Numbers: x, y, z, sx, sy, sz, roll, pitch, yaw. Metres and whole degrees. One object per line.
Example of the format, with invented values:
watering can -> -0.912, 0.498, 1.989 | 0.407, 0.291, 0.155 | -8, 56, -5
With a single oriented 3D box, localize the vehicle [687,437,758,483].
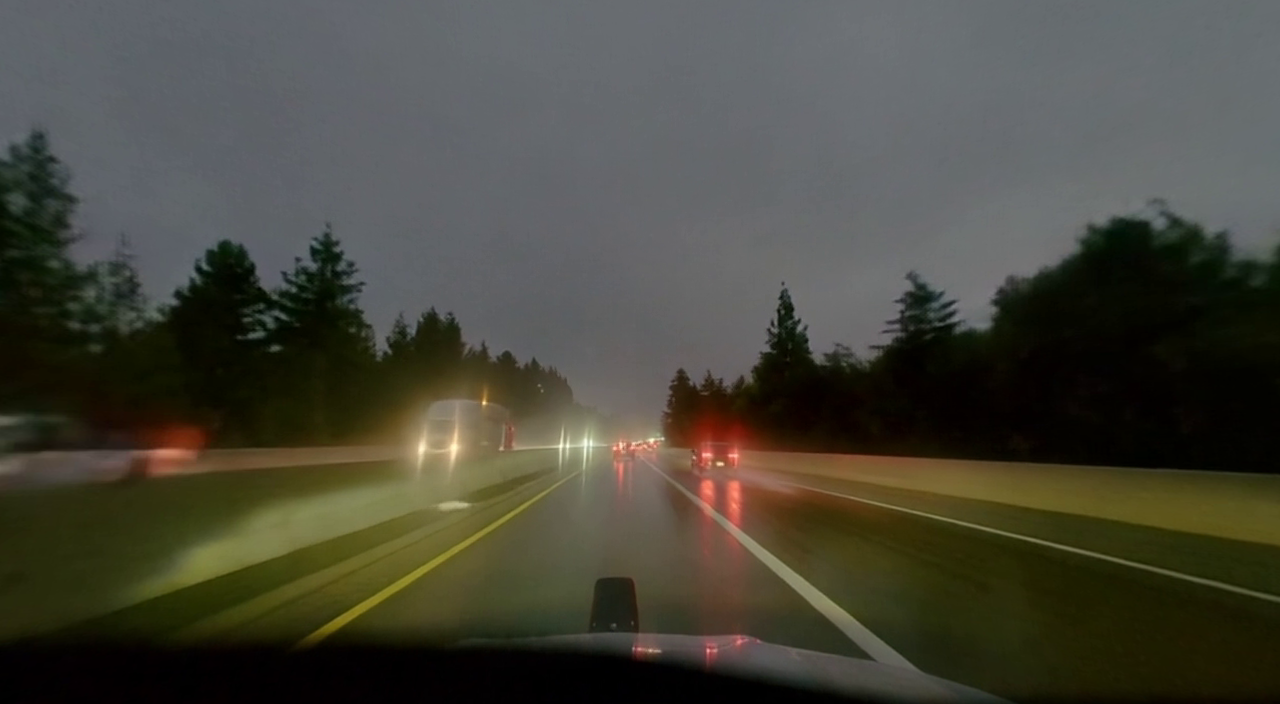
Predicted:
vehicle -> 2.986, 3.971, 23.544 | 2.146, 1.546, 3.796 | -1, -8, 0

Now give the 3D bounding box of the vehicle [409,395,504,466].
vehicle -> -11.689, 5.306, 41.755 | 2.876, 3.973, 12.525 | -1, -8, -2

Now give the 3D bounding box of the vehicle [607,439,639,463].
vehicle -> -1.202, 7.078, 45.137 | 2.178, 1.559, 4.254 | -1, -8, -2
